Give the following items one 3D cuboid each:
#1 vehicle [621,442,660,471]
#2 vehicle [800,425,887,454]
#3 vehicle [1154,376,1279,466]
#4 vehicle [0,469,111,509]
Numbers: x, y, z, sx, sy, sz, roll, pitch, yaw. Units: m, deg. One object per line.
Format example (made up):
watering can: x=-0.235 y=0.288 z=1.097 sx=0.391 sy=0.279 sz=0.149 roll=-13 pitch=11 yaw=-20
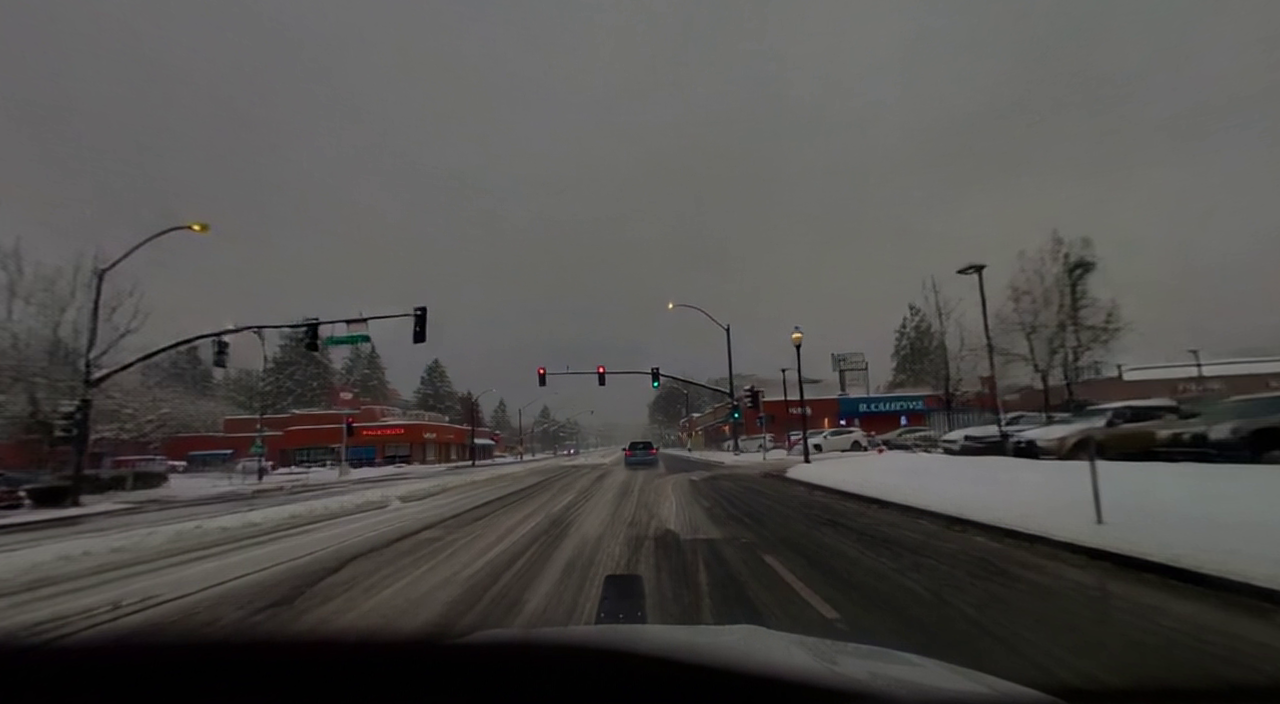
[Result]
vehicle: x=0.022 y=5.666 z=34.474 sx=1.977 sy=1.451 sz=4.032 roll=0 pitch=-9 yaw=0
vehicle: x=13.196 y=5.699 z=41.229 sx=4.852 sy=1.805 sz=2.155 roll=0 pitch=-9 yaw=-2
vehicle: x=12.922 y=1.346 z=12.007 sx=4.466 sy=1.553 sz=2.060 roll=0 pitch=-9 yaw=-1
vehicle: x=-26.033 y=5.886 z=27.259 sx=2.007 sy=1.466 sz=4.543 roll=-8 pitch=-11 yaw=40
